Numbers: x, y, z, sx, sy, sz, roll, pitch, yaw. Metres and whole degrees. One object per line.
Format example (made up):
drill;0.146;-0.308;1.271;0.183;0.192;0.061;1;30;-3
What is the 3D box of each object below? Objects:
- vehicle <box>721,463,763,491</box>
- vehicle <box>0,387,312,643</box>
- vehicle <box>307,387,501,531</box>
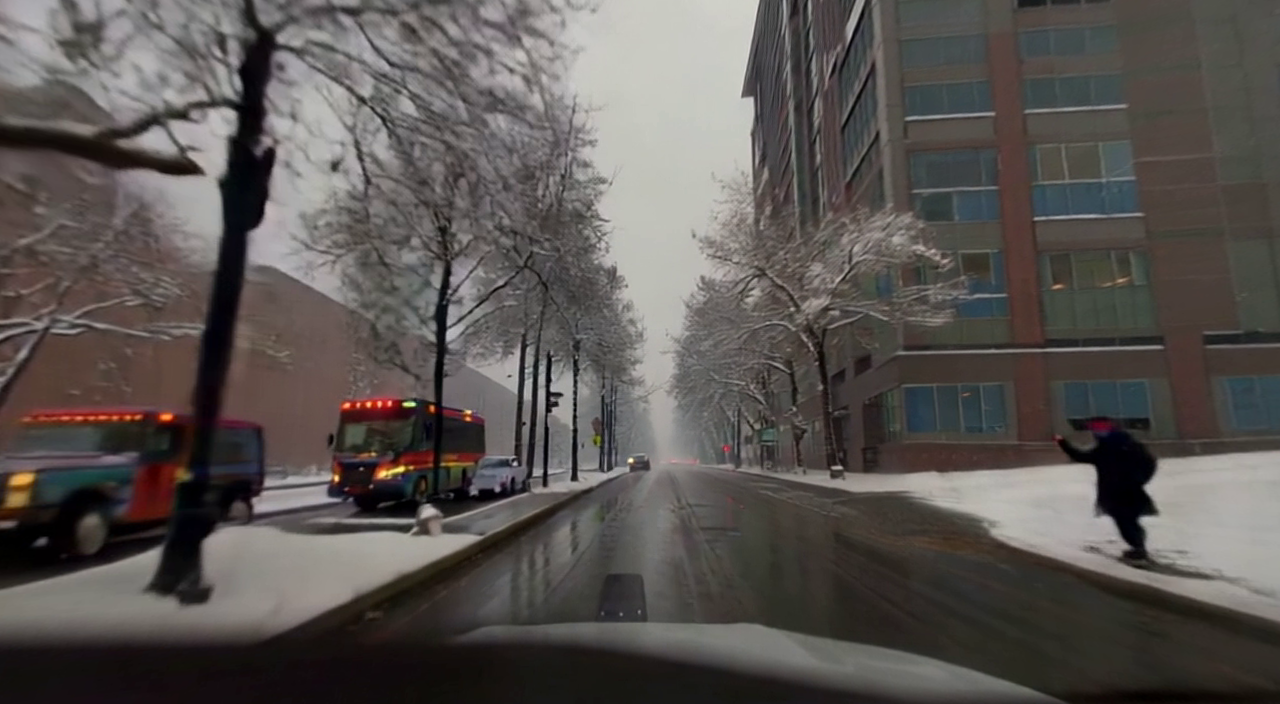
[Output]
vehicle;6.431;7.963;40.386;1.888;1.536;4.381;0;-9;-1
vehicle;-5.663;1.490;6.543;1.988;1.855;4.599;0;-9;1
vehicle;-5.096;2.443;14.879;2.268;2.708;5.699;0;-9;1
